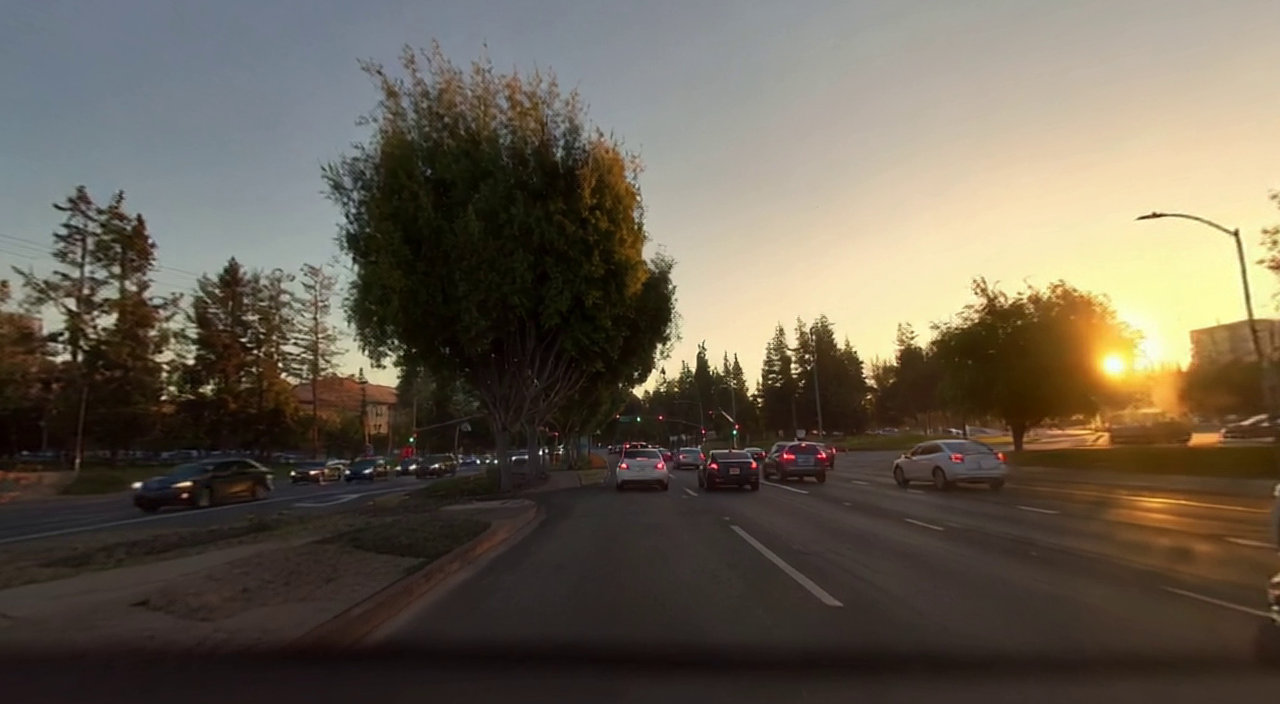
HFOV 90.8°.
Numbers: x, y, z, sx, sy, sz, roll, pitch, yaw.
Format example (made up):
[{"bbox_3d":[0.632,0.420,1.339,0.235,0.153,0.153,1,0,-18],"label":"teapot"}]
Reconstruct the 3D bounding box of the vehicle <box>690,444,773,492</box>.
[{"bbox_3d":[2.983,3.907,21.818,1.970,1.445,4.974,0,-8,-2],"label":"vehicle"}]

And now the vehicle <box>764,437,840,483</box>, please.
[{"bbox_3d":[6.445,4.347,25.631,1.931,1.685,4.054,0,-8,-1],"label":"vehicle"}]

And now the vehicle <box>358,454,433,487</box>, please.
[{"bbox_3d":[-12.107,5.863,31.637,1.896,1.484,4.473,0,-8,1],"label":"vehicle"}]

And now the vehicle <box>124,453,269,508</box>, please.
[{"bbox_3d":[-15.759,4.548,22.805,1.908,1.703,4.547,0,-8,0],"label":"vehicle"}]

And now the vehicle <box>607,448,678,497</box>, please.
[{"bbox_3d":[0.010,3.690,19.774,1.990,1.347,4.067,0,-8,-1],"label":"vehicle"}]

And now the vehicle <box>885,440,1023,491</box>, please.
[{"bbox_3d":[10.281,3.754,21.281,1.890,1.488,5.113,0,-8,-2],"label":"vehicle"}]

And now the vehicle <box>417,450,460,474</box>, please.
[{"bbox_3d":[-15.806,8.611,49.769,1.935,1.736,4.531,0,-8,0],"label":"vehicle"}]

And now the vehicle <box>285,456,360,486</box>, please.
[{"bbox_3d":[-19.107,7.137,38.303,1.992,1.607,4.965,0,-8,0],"label":"vehicle"}]
